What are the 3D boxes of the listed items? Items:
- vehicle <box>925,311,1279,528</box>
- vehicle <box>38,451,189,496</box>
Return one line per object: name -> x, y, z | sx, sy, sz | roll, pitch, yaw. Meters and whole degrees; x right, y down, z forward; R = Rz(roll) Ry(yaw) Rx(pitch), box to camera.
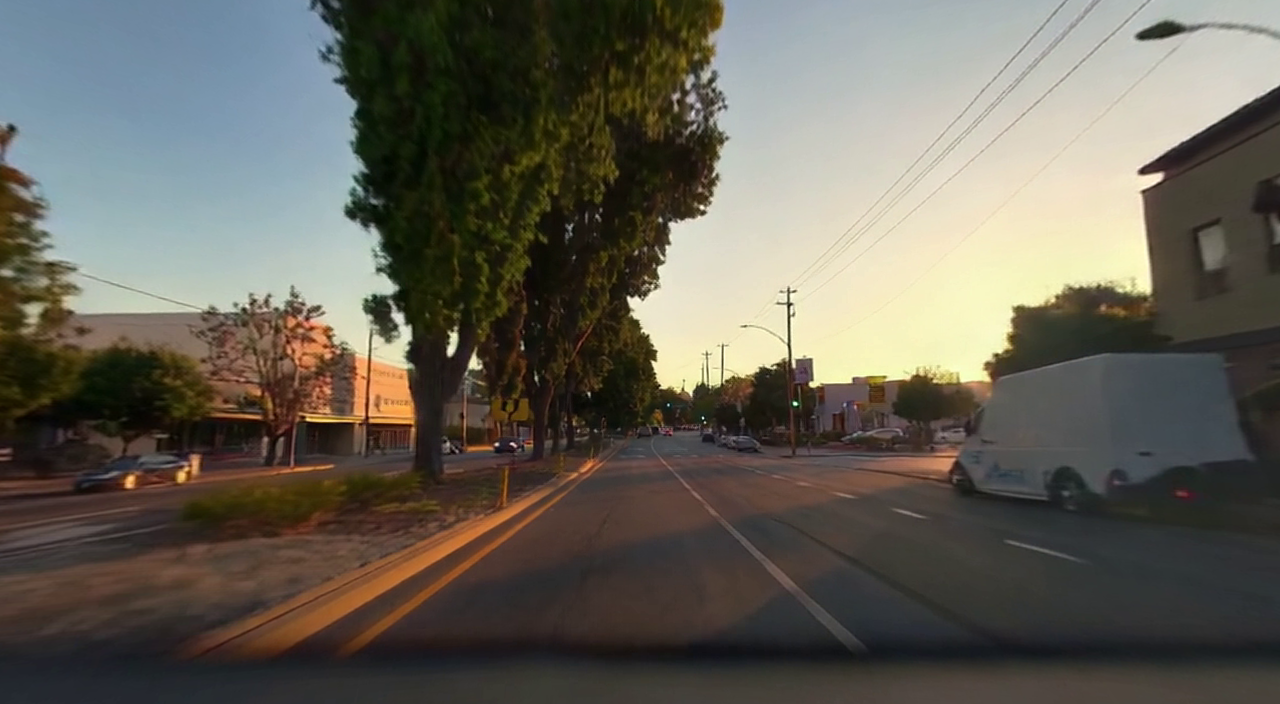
vehicle -> 9.652, 1.636, 14.002 | 2.684, 3.381, 8.336 | 0, -9, 0
vehicle -> -19.518, 4.493, 23.748 | 1.813, 1.465, 4.454 | 0, -9, 0
